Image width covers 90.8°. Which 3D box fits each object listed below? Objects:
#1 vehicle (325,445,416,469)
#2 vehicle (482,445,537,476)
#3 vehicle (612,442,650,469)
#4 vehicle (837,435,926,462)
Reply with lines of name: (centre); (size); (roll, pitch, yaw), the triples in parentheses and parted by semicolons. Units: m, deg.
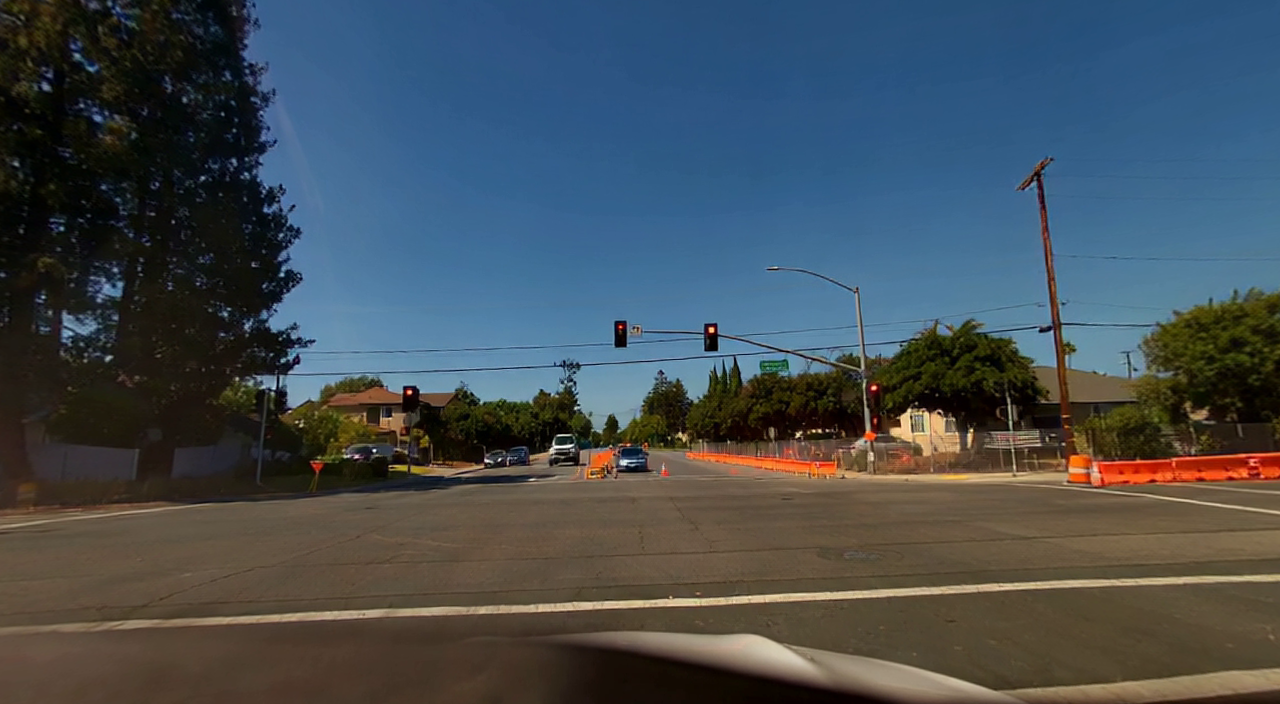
vehicle: (-16.391, 6.397, 38.601); (4.713, 1.409, 1.918); (0, -8, -2)
vehicle: (-6.614, 5.528, 32.406); (1.881, 1.452, 4.121); (0, -8, 0)
vehicle: (-0.511, 6.103, 37.364); (2.105, 1.457, 4.173); (0, -8, -1)
vehicle: (15.363, 6.178, 40.321); (4.892, 1.656, 1.856); (0, -8, 0)
